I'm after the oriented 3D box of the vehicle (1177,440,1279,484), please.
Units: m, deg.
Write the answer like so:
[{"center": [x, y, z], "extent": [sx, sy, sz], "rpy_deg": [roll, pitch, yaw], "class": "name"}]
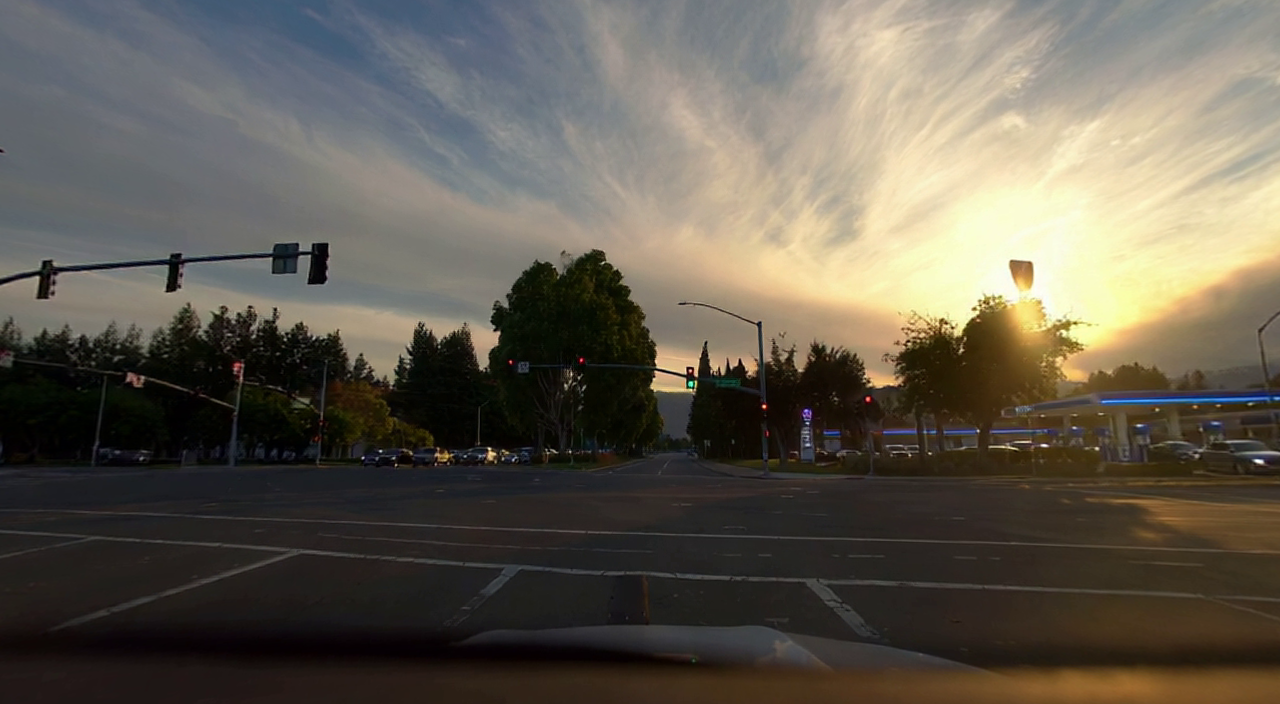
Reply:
[{"center": [22.090, 3.781, 21.836], "extent": [4.716, 1.455, 2.060], "rpy_deg": [-3, -9, 17], "class": "vehicle"}]
